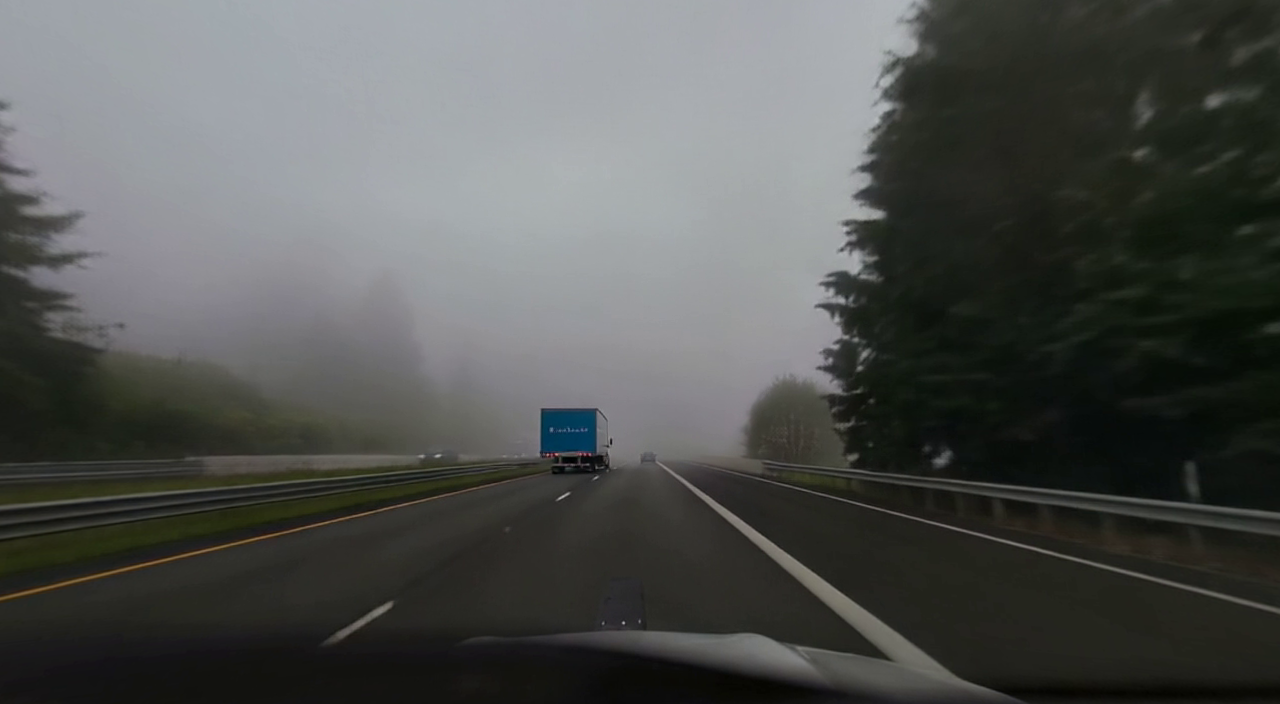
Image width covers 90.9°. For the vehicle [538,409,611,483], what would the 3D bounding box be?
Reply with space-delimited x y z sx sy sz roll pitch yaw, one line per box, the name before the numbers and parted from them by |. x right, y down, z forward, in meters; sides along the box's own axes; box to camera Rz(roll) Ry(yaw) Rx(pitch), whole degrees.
vehicle | -2.953 4.533 30.482 2.695 3.151 6.885 0 -9 1
